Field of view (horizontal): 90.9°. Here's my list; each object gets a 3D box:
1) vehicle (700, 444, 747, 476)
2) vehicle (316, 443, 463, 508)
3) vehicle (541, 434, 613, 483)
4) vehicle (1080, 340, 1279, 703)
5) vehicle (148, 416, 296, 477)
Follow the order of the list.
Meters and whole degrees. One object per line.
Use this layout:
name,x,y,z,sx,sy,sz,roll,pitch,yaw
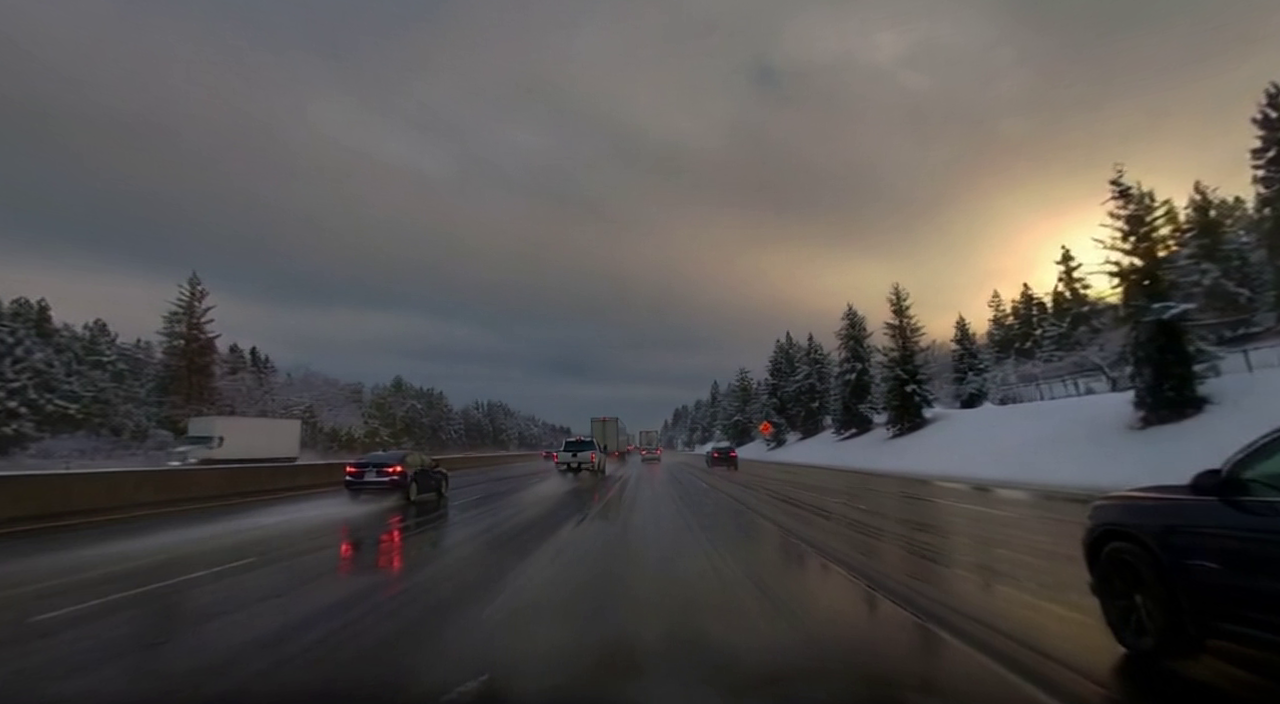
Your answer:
vehicle,4.576,5.973,35.205,2.026,1.661,3.865,0,-8,-1
vehicle,-6.553,3.255,17.102,2.235,1.506,4.159,0,-8,1
vehicle,-2.754,4.918,29.587,2.645,2.023,6.491,0,-9,1
vehicle,3.363,0.610,1.141,2.028,1.658,4.334,-1,-9,1
vehicle,-28.248,6.524,43.547,2.942,3.699,10.305,0,-9,1
